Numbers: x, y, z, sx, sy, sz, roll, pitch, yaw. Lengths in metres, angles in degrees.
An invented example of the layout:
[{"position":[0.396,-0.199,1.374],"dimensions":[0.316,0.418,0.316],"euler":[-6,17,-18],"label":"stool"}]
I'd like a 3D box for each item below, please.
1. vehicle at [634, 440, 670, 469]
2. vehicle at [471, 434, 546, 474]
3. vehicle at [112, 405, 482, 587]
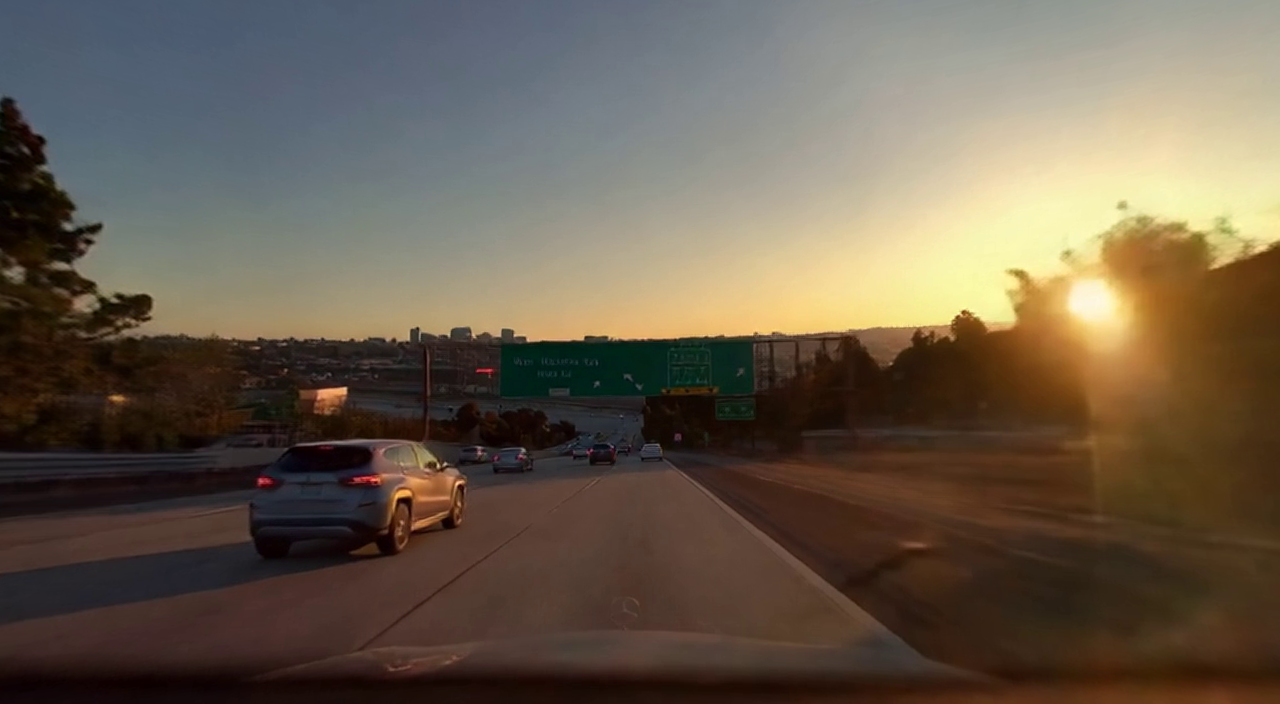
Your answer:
[{"position":[0.700,6.347,39.247],"dimensions":[2.135,1.697,4.757],"euler":[0,-8,0],"label":"vehicle"},{"position":[-6.766,5.359,33.323],"dimensions":[2.521,1.901,5.988],"euler":[0,-8,2],"label":"vehicle"},{"position":[-3.884,1.727,8.497],"dimensions":[2.136,1.718,4.873],"euler":[0,-8,2],"label":"vehicle"}]
